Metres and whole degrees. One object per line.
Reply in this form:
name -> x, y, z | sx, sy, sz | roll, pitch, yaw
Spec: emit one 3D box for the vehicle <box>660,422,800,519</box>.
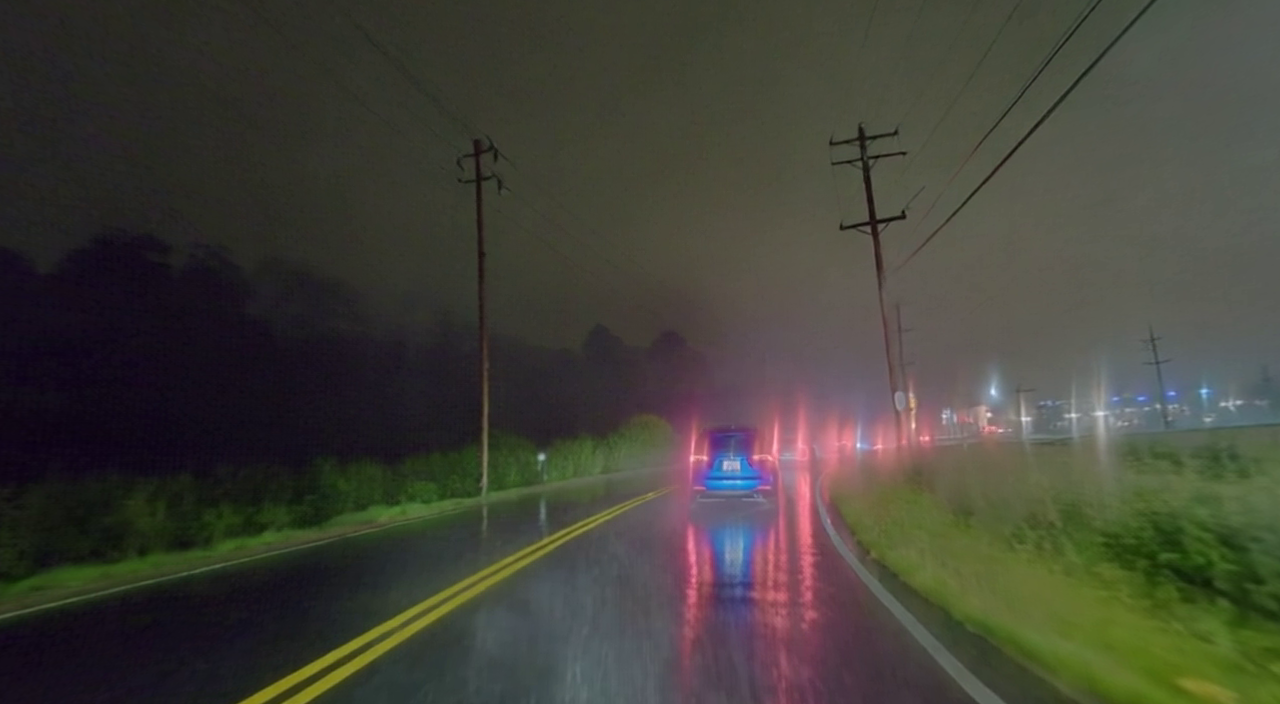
vehicle -> 1.982, 2.264, 12.568 | 2.157, 1.565, 4.243 | -3, -9, 16
